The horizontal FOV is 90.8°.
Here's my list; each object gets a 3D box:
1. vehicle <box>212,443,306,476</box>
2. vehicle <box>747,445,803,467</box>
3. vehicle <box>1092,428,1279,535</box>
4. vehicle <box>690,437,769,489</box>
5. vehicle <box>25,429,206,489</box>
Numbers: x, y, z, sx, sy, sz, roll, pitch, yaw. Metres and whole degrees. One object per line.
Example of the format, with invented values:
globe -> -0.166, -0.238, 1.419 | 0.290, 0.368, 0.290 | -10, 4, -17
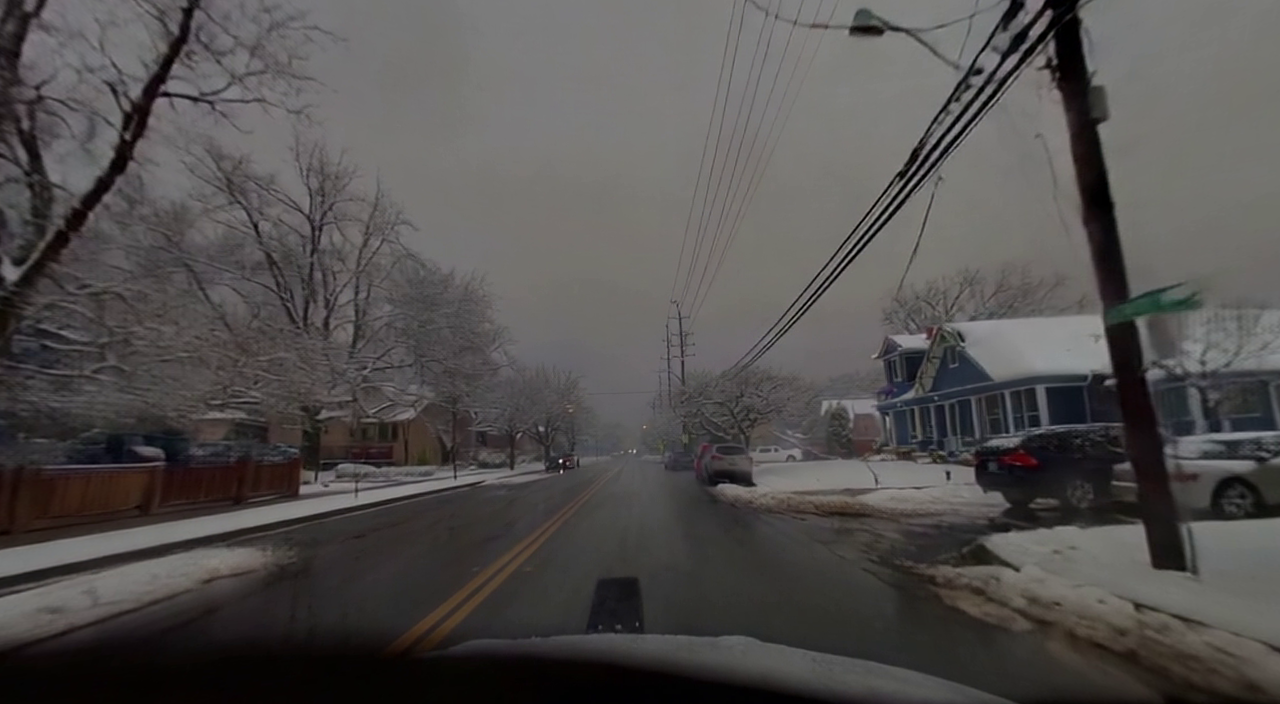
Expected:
vehicle -> -21.892, 6.155, 36.597 | 2.139, 1.746, 5.099 | -1, -9, 2
vehicle -> 10.155, 7.871, 47.744 | 3.823, 1.613, 1.761 | 0, -9, -1
vehicle -> 10.309, 1.993, 10.063 | 4.625, 1.501, 2.011 | 0, -9, 0
vehicle -> 3.448, 4.408, 25.429 | 2.114, 1.858, 5.144 | 0, -9, -3
vehicle -> -18.080, 3.720, 22.233 | 2.034, 1.829, 5.161 | 0, -9, -2
